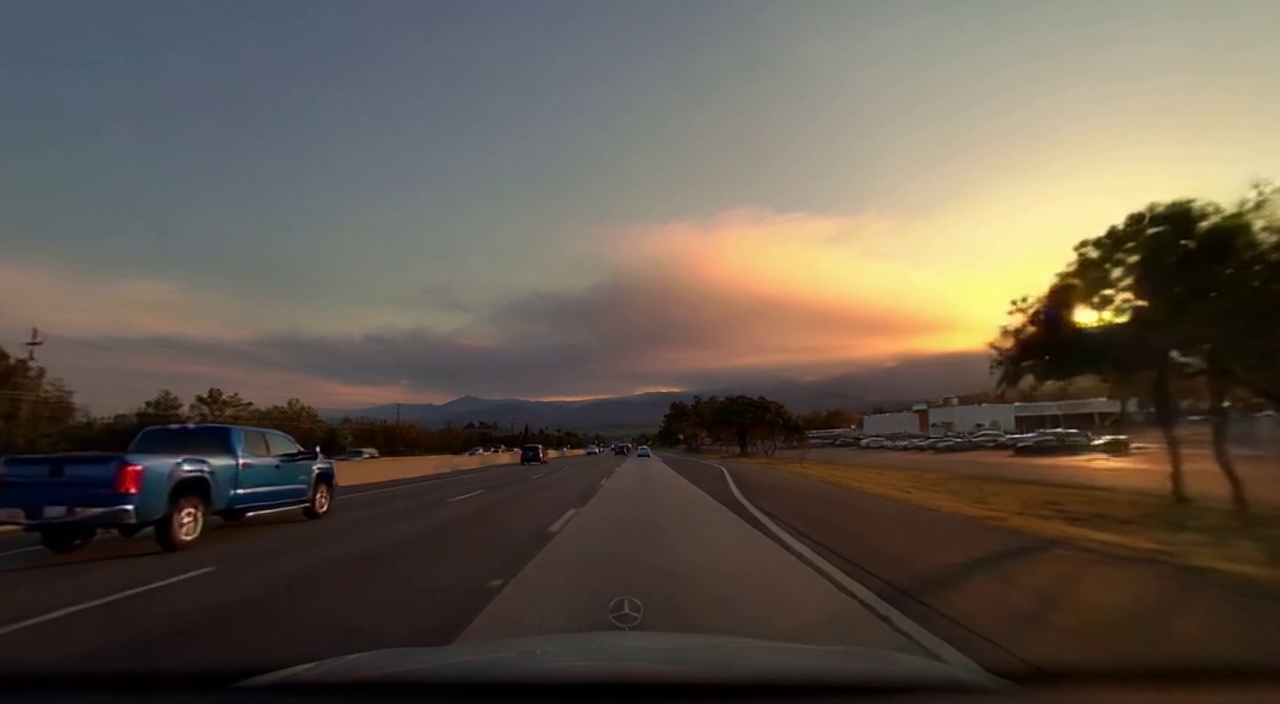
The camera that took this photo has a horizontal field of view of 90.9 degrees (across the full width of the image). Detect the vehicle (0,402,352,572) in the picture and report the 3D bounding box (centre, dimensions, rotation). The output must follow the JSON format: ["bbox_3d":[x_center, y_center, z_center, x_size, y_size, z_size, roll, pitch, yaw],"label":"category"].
[{"bbox_3d":[-7.169,1.960,10.195,2.156,1.911,5.956,0,-8,0],"label":"vehicle"}]

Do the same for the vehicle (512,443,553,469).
[{"bbox_3d":[-7.338,7.143,43.575,2.021,1.699,4.324,0,-8,1],"label":"vehicle"}]
